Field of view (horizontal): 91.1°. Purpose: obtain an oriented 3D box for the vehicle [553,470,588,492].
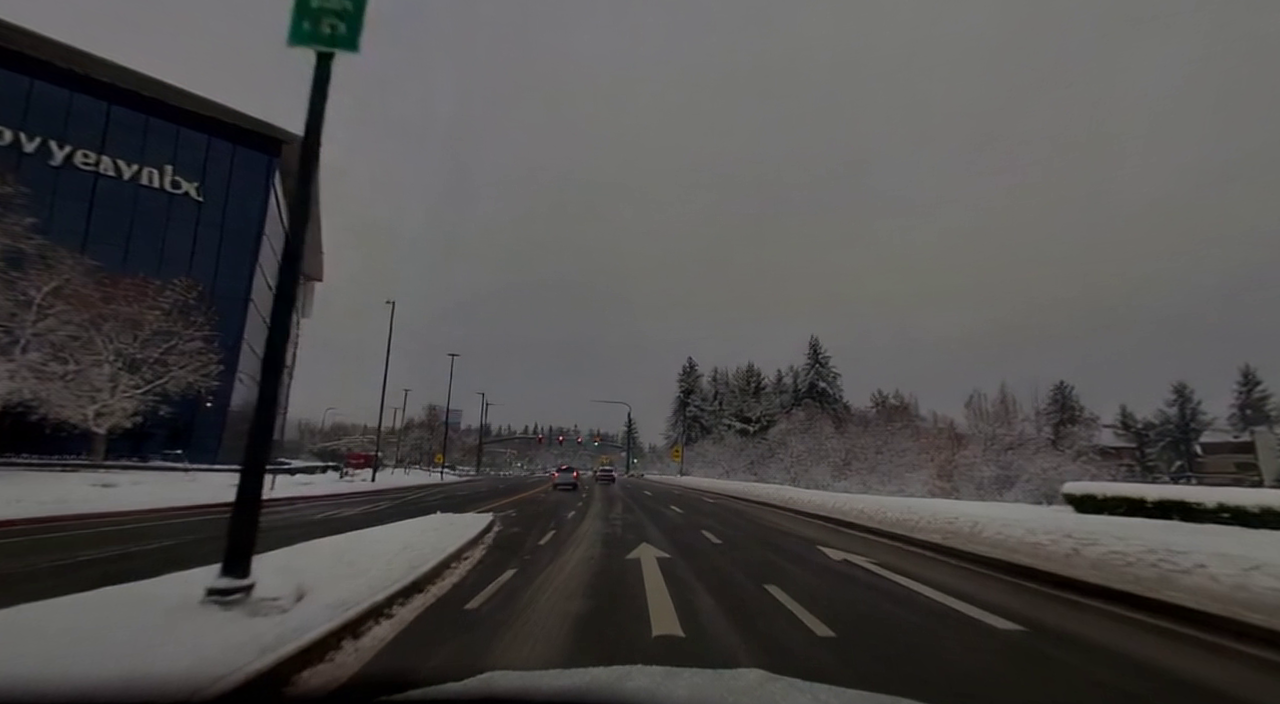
[{"bbox_3d":[-4.034,7.393,36.116,1.775,1.186,2.933,2,-11,-9],"label":"vehicle"}]
